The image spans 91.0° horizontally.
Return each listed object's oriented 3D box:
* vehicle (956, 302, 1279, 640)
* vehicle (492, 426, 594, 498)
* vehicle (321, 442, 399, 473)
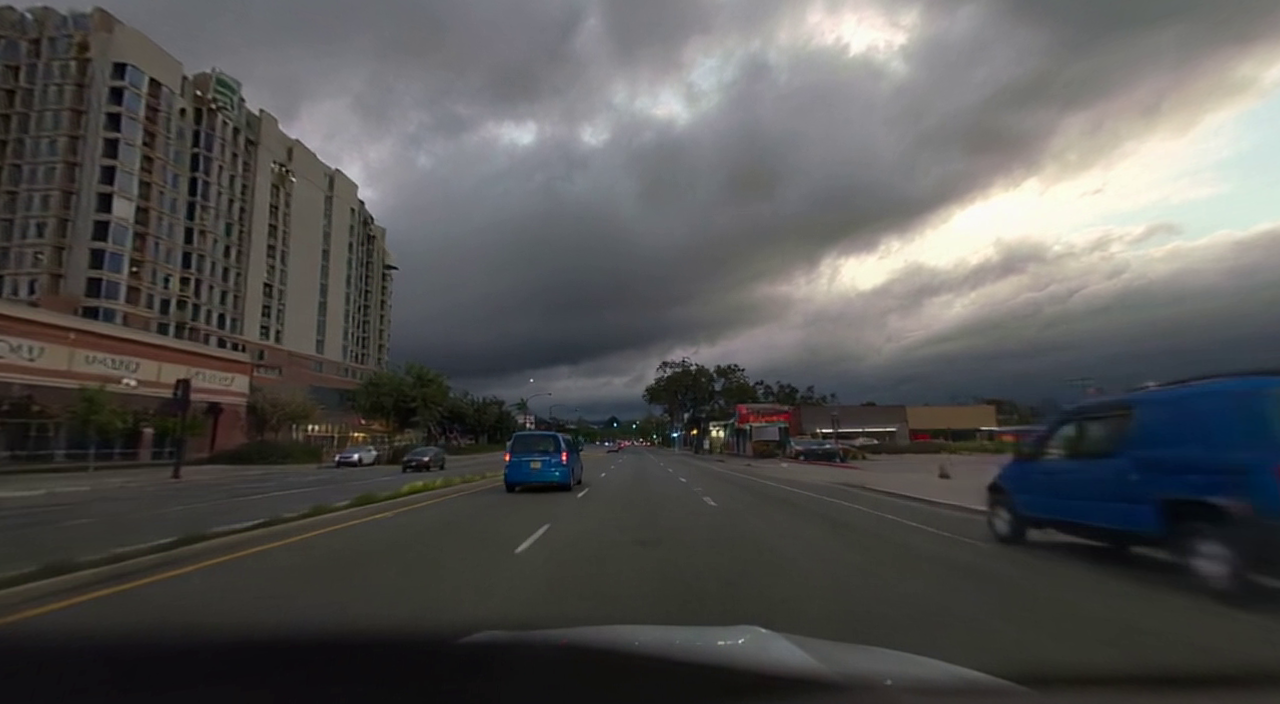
[{"bbox_3d":[6.300,1.200,6.751,2.642,2.582,6.157,0,-8,1],"label":"vehicle"},{"bbox_3d":[-2.481,2.929,17.089,2.080,1.722,3.766,0,-8,1],"label":"vehicle"},{"bbox_3d":[-14.492,5.486,32.853,1.909,1.490,4.531,0,-8,1],"label":"vehicle"}]
